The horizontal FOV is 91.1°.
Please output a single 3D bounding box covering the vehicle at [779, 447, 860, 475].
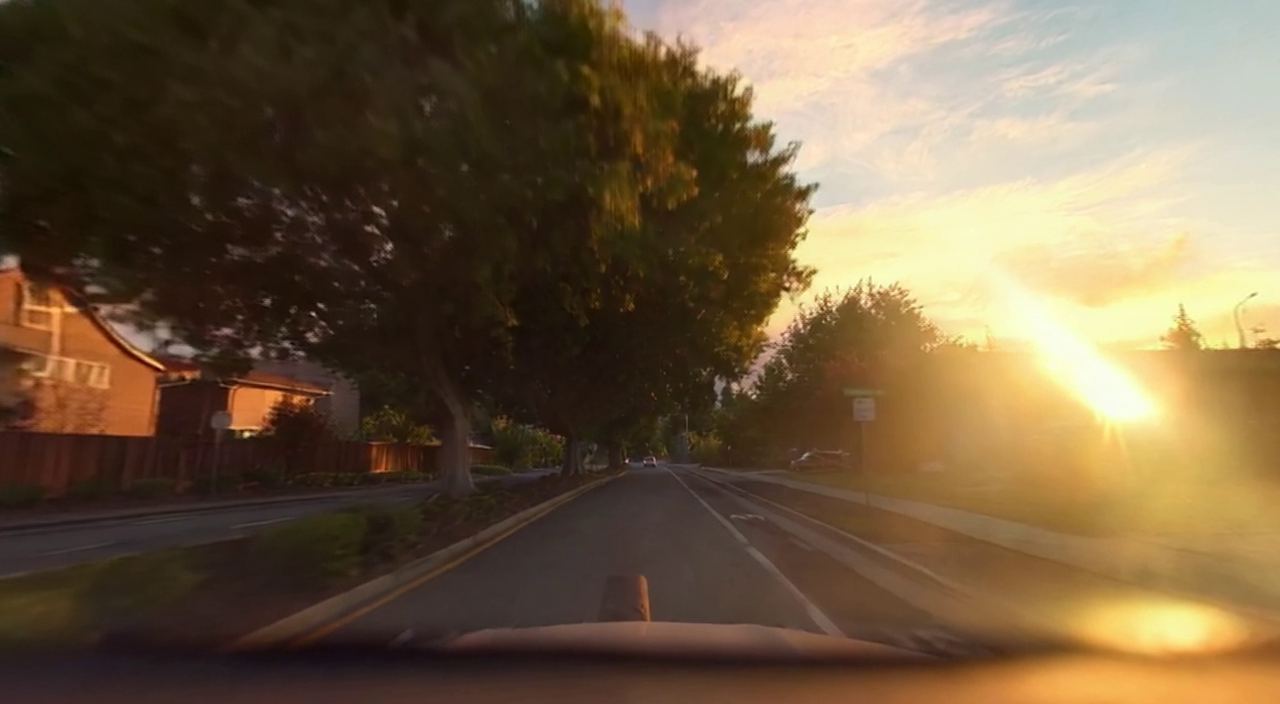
[{"bbox_3d":[12.175,7.417,42.782,4.807,1.865,2.160,0,-9,1],"label":"vehicle"}]
